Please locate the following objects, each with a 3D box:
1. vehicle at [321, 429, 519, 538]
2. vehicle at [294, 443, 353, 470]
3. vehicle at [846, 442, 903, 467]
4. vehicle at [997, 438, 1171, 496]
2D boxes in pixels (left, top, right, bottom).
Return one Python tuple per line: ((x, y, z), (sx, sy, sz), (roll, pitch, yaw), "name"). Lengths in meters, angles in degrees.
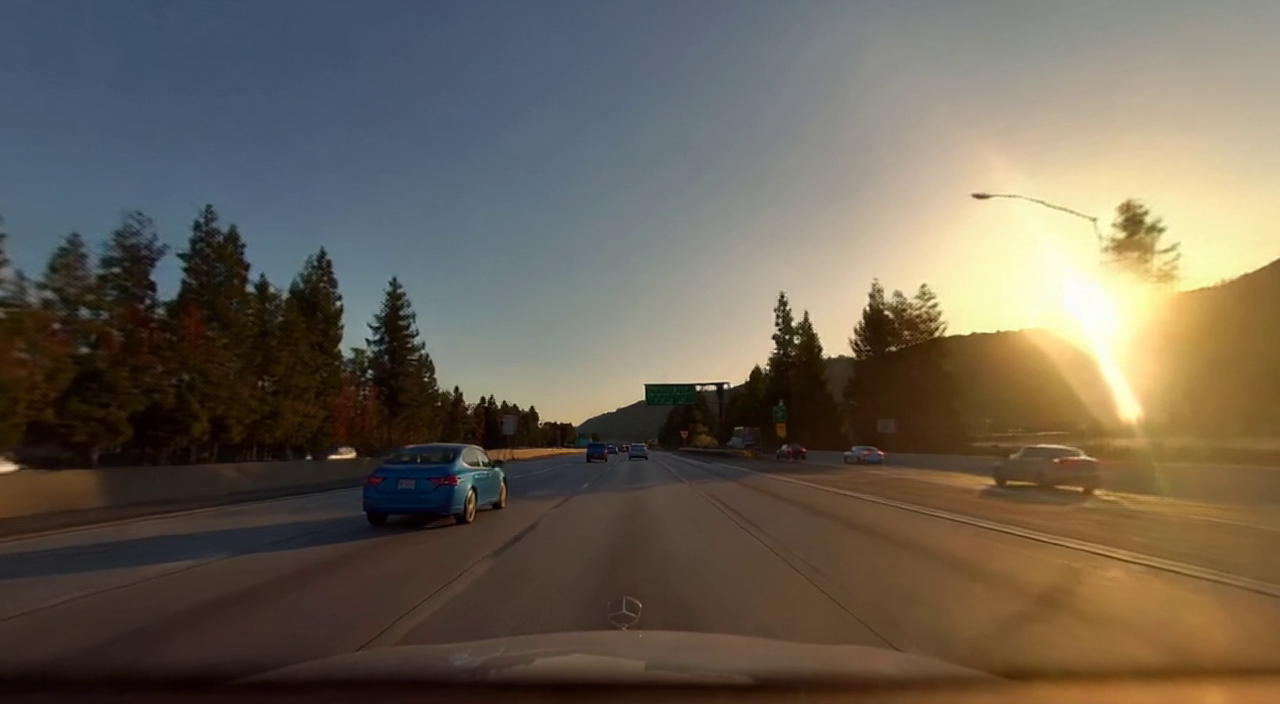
((-3.598, 2.229, 11.296), (2.020, 1.554, 4.137), (0, -9, 0), "vehicle")
((-24.871, 8.221, 49.922), (1.976, 2.014, 5.184), (0, -9, 0), "vehicle")
((14.540, 6.380, 39.466), (1.873, 1.463, 4.937), (0, -9, 2), "vehicle")
((13.156, 3.419, 19.233), (1.940, 1.496, 4.992), (-1, -9, 4), "vehicle")
